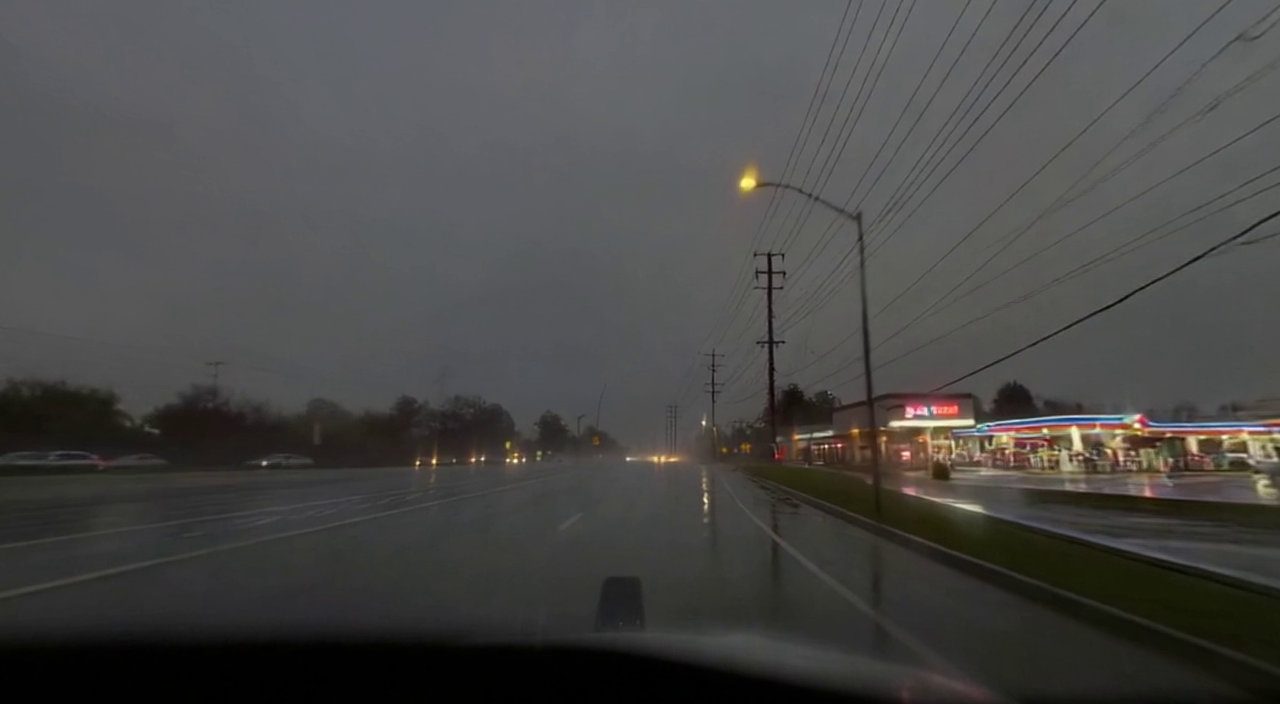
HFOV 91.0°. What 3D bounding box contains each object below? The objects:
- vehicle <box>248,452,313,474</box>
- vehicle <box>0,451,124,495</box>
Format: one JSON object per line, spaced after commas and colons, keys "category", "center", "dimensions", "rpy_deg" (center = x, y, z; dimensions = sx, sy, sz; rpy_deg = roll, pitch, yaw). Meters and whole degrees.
{"category": "vehicle", "center": [-28.380, 8.774, 49.737], "dimensions": [4.288, 1.617, 1.916], "rpy_deg": [-2, -9, 16]}
{"category": "vehicle", "center": [-22.649, 4.632, 24.415], "dimensions": [4.147, 1.562, 1.805], "rpy_deg": [-2, -9, 13]}
